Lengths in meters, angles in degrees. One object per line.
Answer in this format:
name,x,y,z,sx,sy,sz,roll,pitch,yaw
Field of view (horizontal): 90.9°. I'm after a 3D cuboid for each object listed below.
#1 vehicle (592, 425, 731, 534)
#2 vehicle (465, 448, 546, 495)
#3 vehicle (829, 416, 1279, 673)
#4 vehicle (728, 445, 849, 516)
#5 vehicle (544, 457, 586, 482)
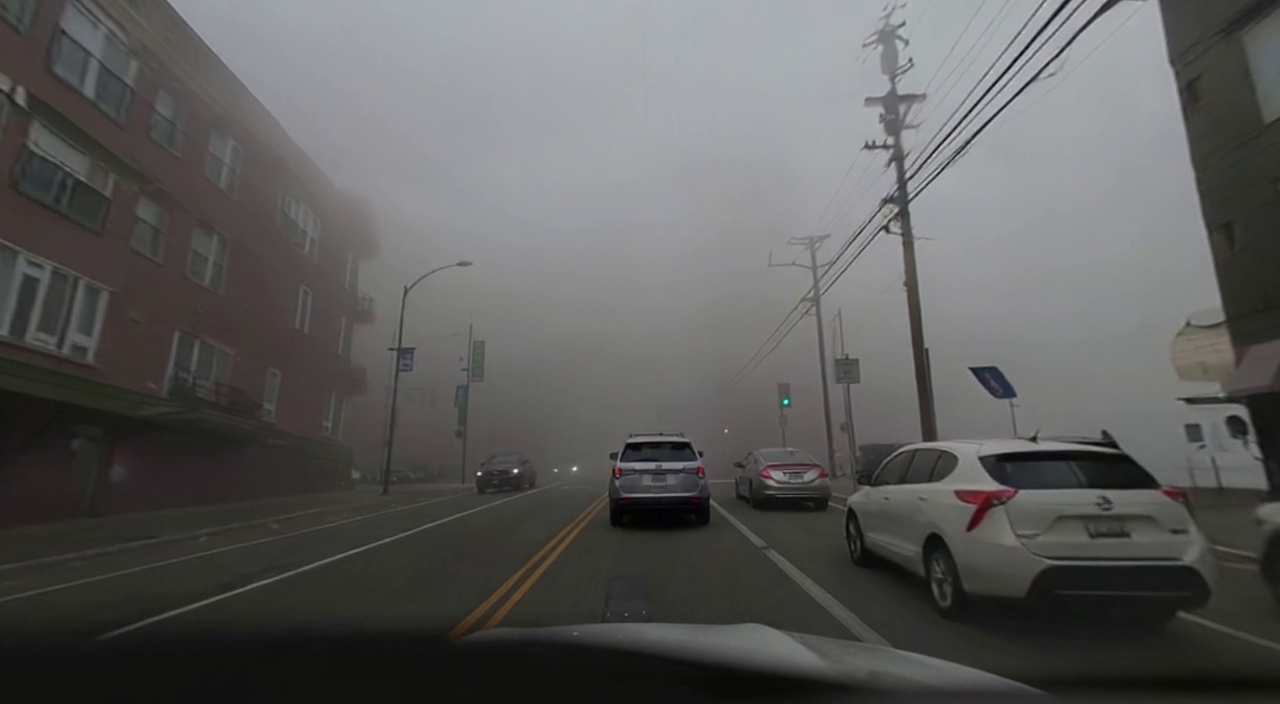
vehicle,0.344,2.355,12.221,2.232,1.736,4.036,0,-8,0
vehicle,-5.330,4.775,25.698,2.215,1.703,4.614,-1,-8,1
vehicle,3.354,1.499,6.002,1.906,1.578,4.020,0,-8,1
vehicle,3.388,2.993,15.294,1.970,1.452,4.227,0,-8,1
vehicle,-4.998,7.898,42.605,2.014,1.538,4.275,-1,-9,3
